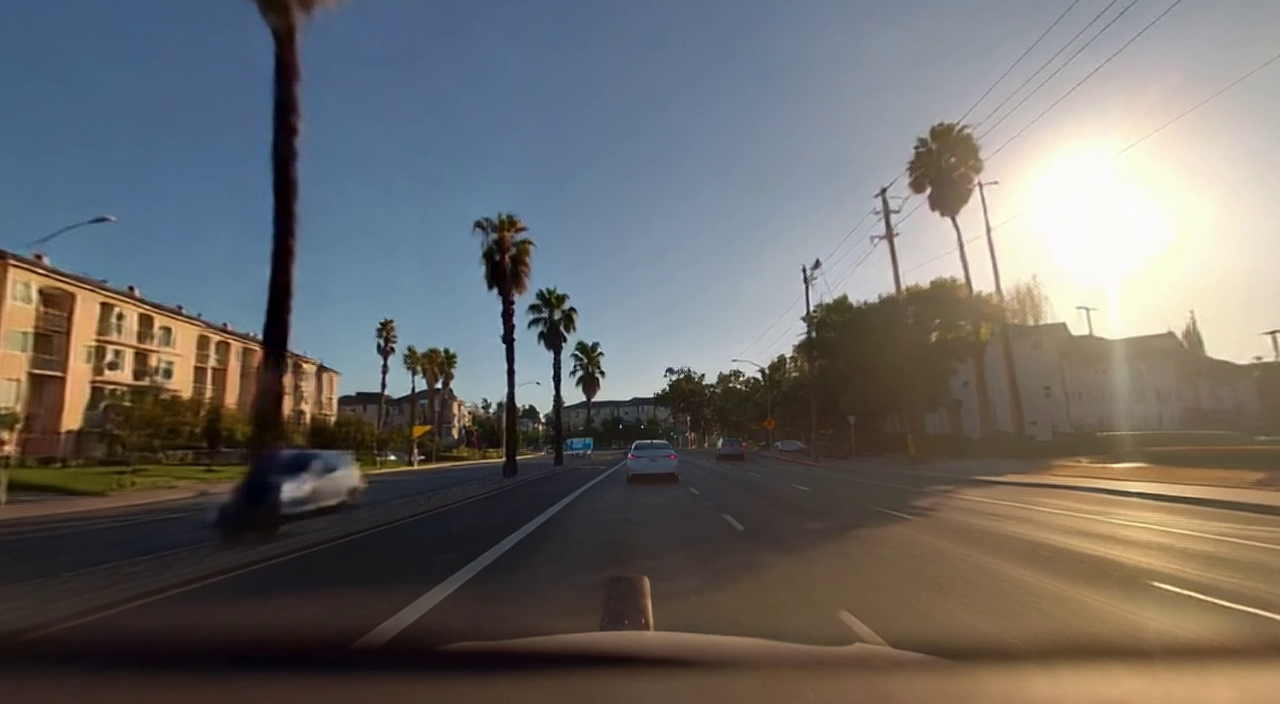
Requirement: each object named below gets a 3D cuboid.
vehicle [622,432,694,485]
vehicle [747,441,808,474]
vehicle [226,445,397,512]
[{"bbox_3d":[0.549,3.699,22.160,2.289,1.679,4.180,0,-8,-1],"label":"vehicle"},{"bbox_3d":[6.522,5.035,30.354,1.897,1.477,4.360,0,-8,0],"label":"vehicle"},{"bbox_3d":[-8.350,3.215,16.624,1.951,1.499,4.710,0,-8,0],"label":"vehicle"}]
